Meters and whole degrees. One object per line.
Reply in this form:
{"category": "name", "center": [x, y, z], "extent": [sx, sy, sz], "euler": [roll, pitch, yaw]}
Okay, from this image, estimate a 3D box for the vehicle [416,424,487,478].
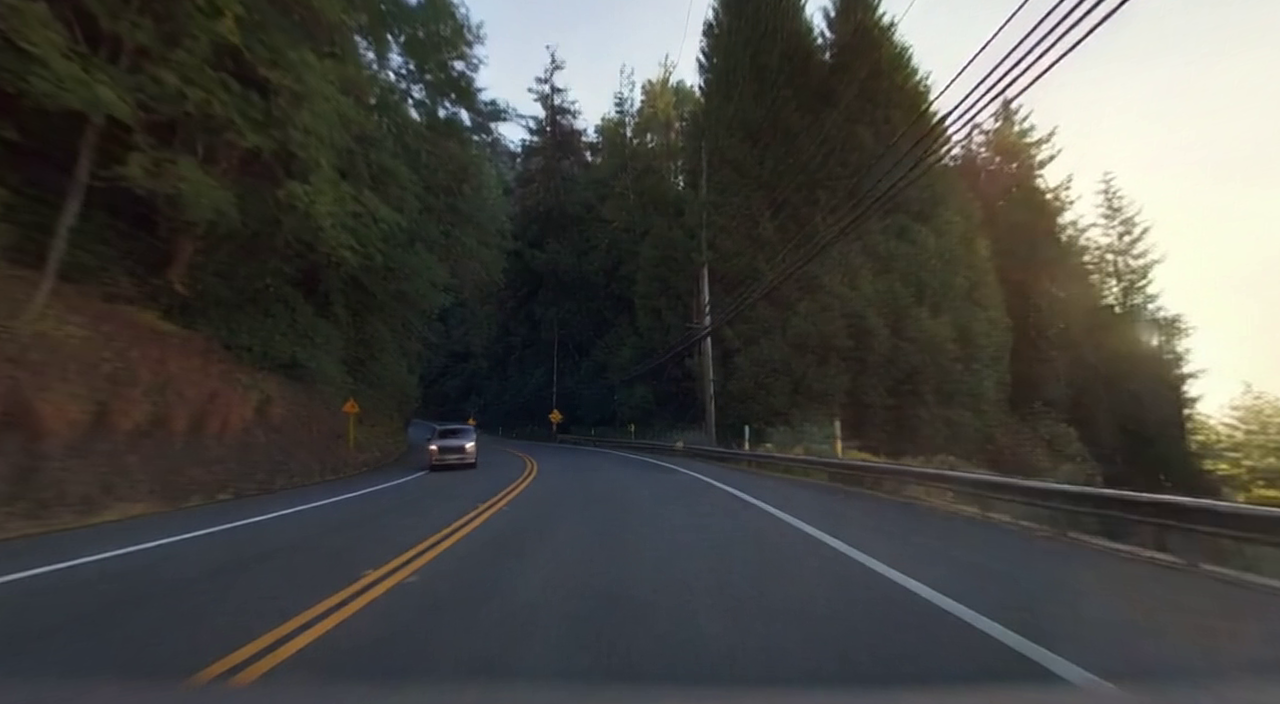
{"category": "vehicle", "center": [-7.681, 4.069, 26.168], "extent": [2.151, 2.036, 4.267], "euler": [1, -9, -8]}
